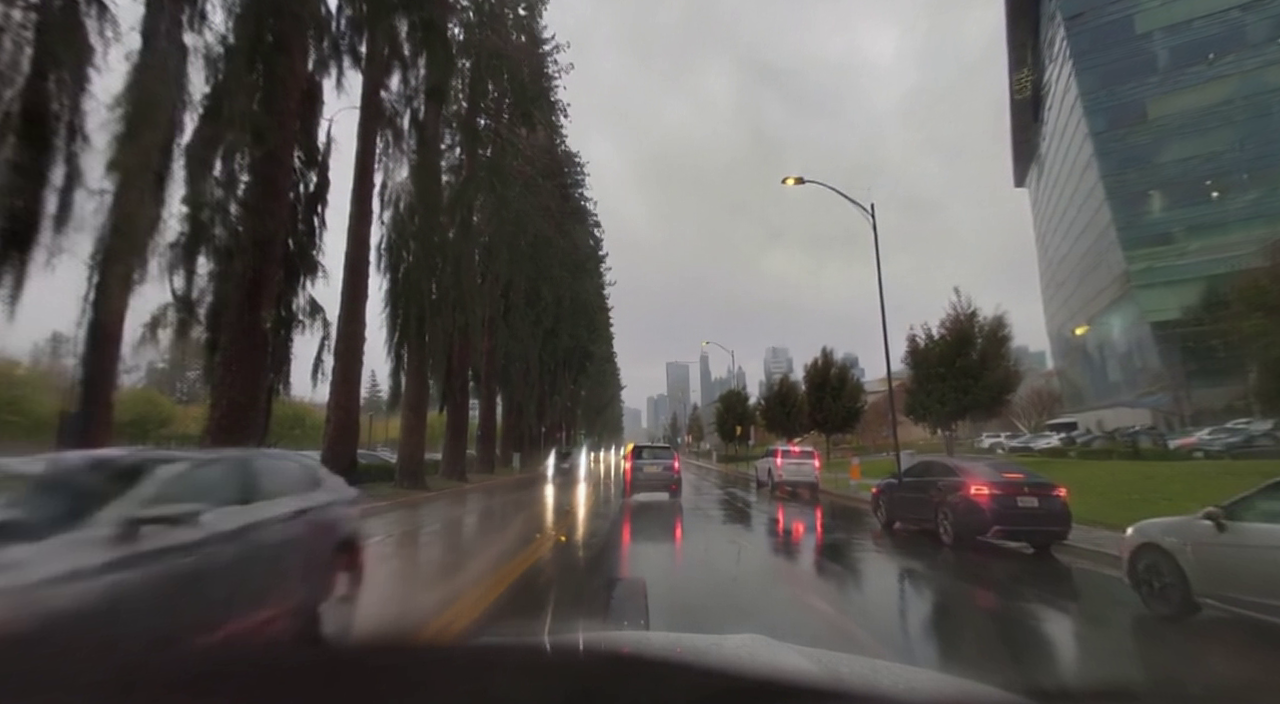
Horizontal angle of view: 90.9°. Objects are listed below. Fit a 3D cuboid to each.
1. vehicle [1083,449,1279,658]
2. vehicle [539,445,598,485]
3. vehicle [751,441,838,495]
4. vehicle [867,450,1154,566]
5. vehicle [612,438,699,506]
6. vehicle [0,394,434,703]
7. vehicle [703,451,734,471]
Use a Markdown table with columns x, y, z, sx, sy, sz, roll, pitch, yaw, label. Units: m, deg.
| x | y | z | sx | sy | sz | roll | pitch | yaw | label |
| --- | --- | --- | --- | --- | --- | --- | --- | --- | --- |
| 5.508 | 1.395 | 4.151 | 1.809 | 1.478 | 4.623 | 0 | -9 | 0 | vehicle |
| -3.296 | 5.290 | 29.926 | 2.167 | 1.717 | 4.448 | 0 | -9 | 1 | vehicle |
| 5.674 | 4.313 | 23.850 | 2.059 | 1.813 | 4.637 | 0 | -9 | -1 | vehicle |
| 5.687 | 2.396 | 10.634 | 1.852 | 1.452 | 4.852 | 0 | -9 | -1 | vehicle |
| 0.407 | 3.242 | 17.419 | 2.105 | 1.653 | 3.887 | 0 | -9 | 1 | vehicle |
| -2.820 | 1.139 | 3.406 | 1.979 | 1.534 | 4.076 | 0 | -9 | 1 | vehicle |
| 6.145 | 8.595 | 49.853 | 1.885 | 1.467 | 4.546 | 0 | -9 | 0 | vehicle |
